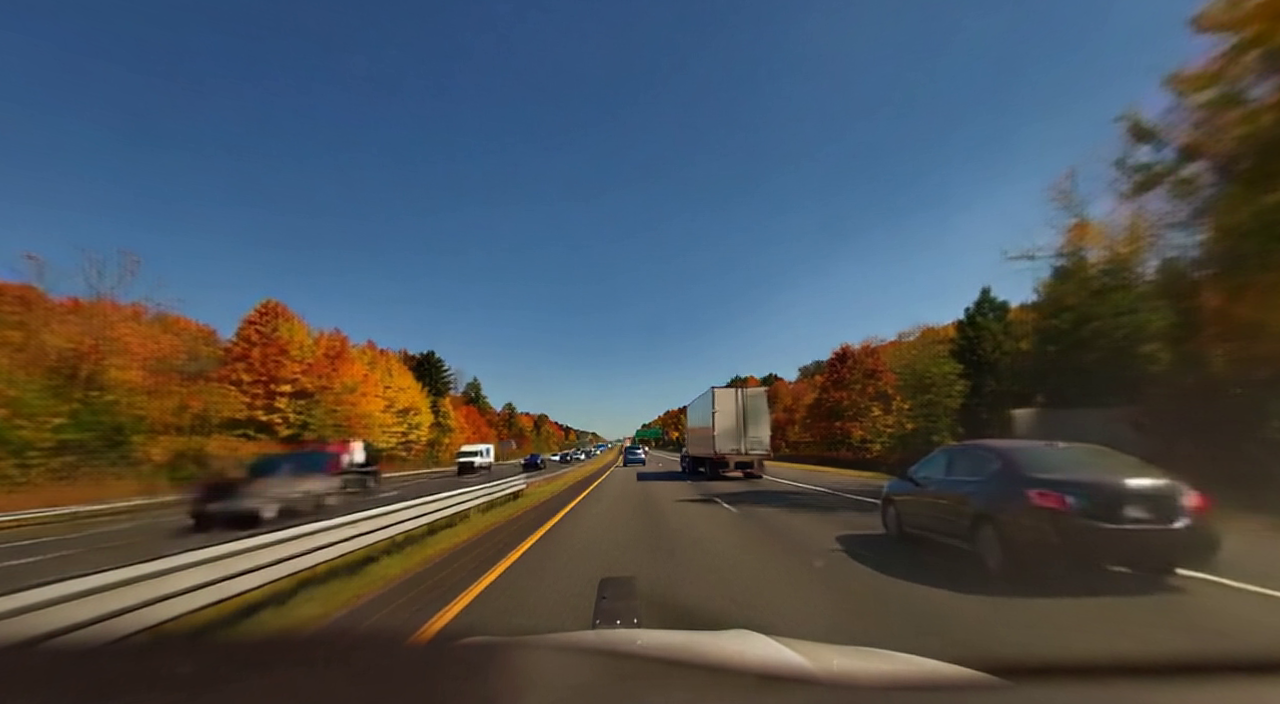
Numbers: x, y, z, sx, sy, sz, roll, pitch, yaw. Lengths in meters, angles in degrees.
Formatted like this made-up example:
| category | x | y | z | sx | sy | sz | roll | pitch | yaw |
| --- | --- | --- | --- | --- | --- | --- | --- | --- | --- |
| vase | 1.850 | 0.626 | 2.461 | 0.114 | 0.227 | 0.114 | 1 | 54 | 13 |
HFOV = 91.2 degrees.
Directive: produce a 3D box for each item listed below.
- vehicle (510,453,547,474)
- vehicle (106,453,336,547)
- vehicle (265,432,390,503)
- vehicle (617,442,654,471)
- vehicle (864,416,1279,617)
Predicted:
| category | x | y | z | sx | sy | sz | roll | pitch | yaw |
| --- | --- | --- | --- | --- | --- | --- | --- | --- | --- |
| vehicle | -8.609 | 8.619 | 48.779 | 1.990 | 1.528 | 4.661 | 0 | -9 | 0 |
| vehicle | -8.579 | 3.001 | 13.438 | 1.971 | 1.628 | 4.243 | 0 | -9 | 0 |
| vehicle | -13.514 | 5.020 | 27.742 | 2.349 | 2.712 | 6.085 | 0 | -9 | 0 |
| vehicle | -0.275 | 6.478 | 39.008 | 2.168 | 1.705 | 4.272 | 0 | -9 | 0 |
| vehicle | 4.300 | 1.582 | 6.956 | 1.997 | 1.504 | 4.236 | 0 | -9 | -1 |
